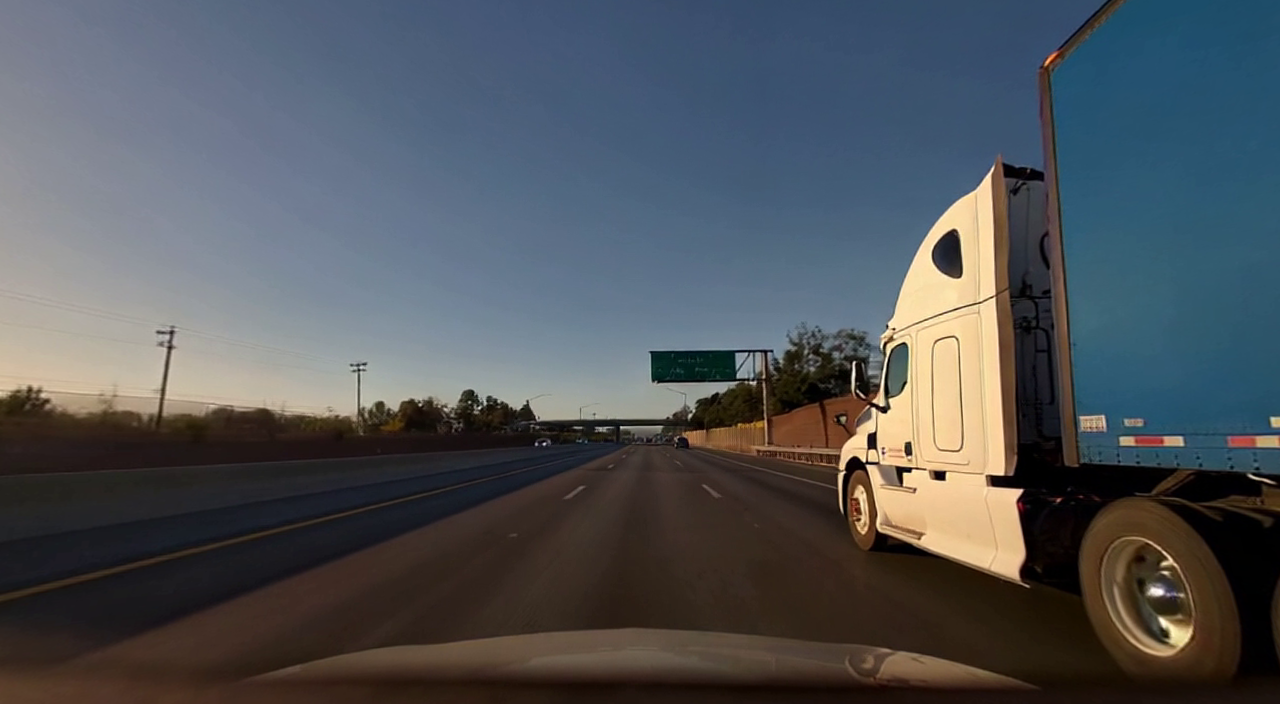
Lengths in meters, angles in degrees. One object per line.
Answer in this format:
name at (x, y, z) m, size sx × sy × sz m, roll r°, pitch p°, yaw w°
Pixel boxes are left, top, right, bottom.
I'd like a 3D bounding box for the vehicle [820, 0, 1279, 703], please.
vehicle at (3.762, -0.106, 3.224) m, size 3.012 × 3.768 × 8.945 m, roll 0°, pitch -8°, yaw 0°
